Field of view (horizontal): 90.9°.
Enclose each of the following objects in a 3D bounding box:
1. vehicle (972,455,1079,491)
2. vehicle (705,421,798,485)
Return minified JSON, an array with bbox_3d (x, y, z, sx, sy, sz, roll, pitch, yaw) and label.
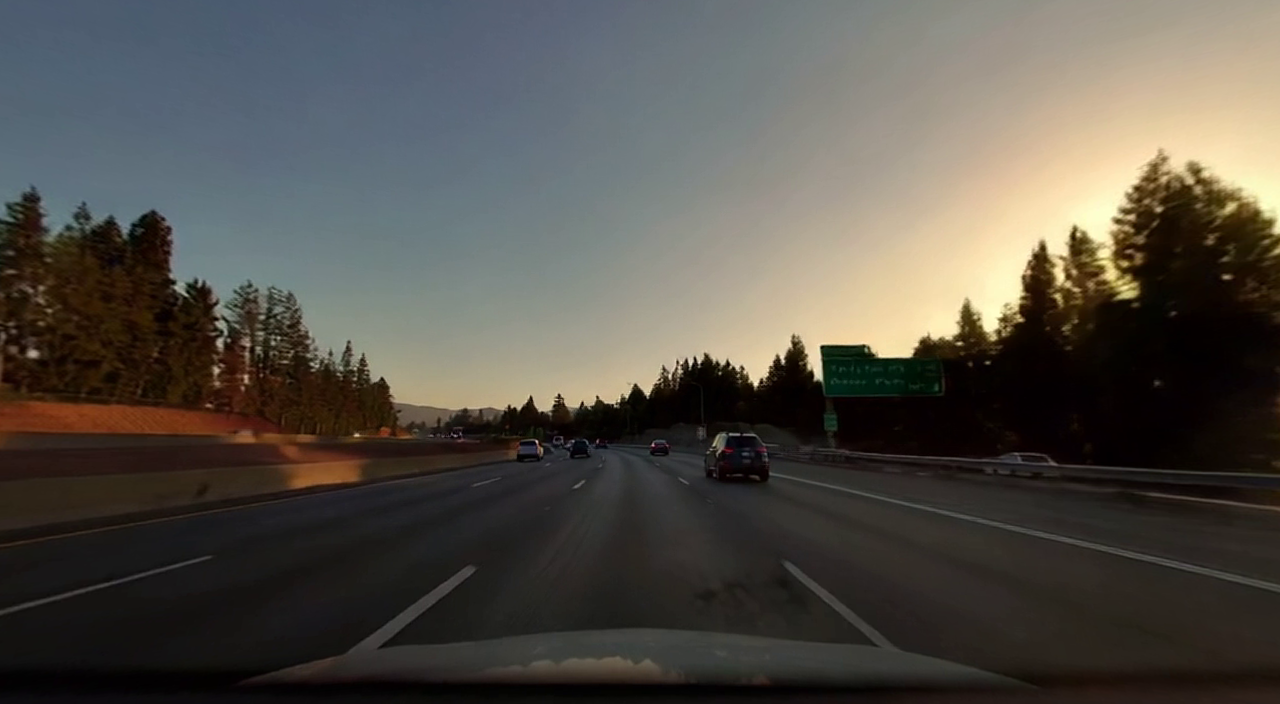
[{"bbox_3d":[19.491,6.080,32.188,2.033,1.580,4.752,1,-8,-8],"label":"vehicle"},{"bbox_3d":[3.421,3.223,20.317,2.043,1.795,4.347,0,-8,-2],"label":"vehicle"}]
